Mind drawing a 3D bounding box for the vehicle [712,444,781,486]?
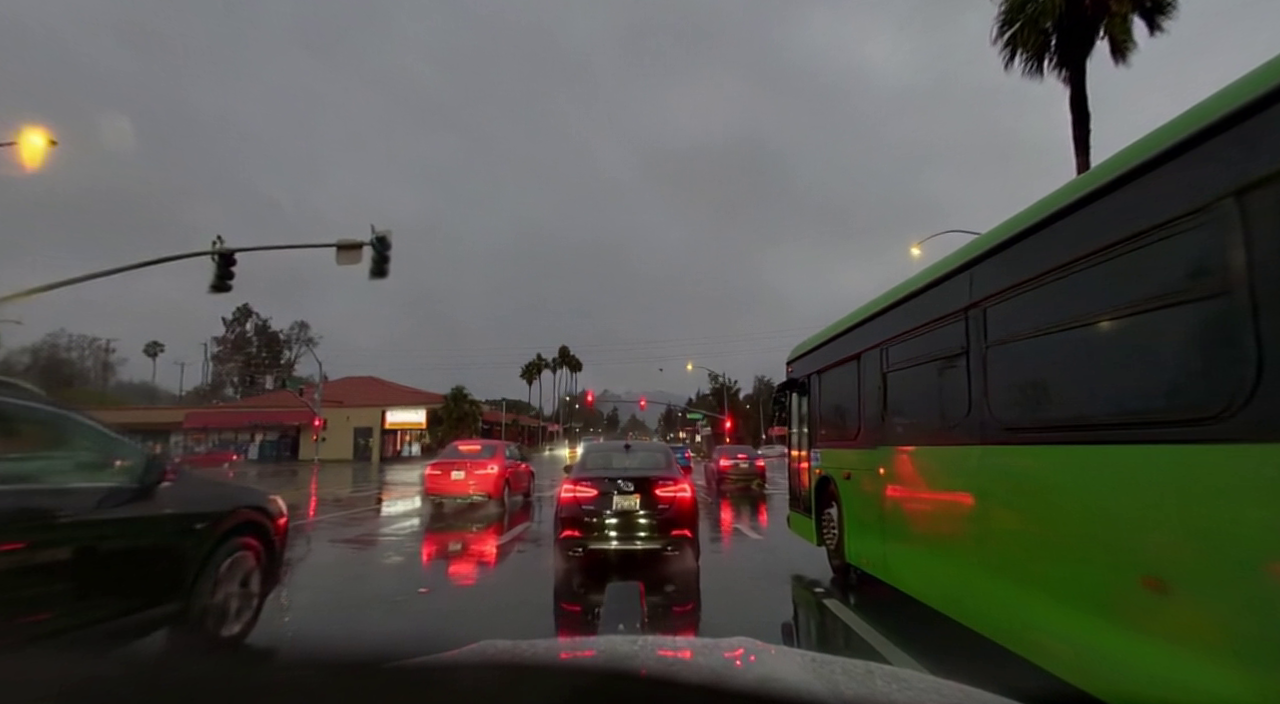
[{"bbox_3d":[4.017,4.329,24.612,1.989,1.467,4.364,0,-9,1],"label":"vehicle"}]

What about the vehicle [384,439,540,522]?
[{"bbox_3d":[-3.430,2.550,13.097,1.919,1.415,4.178,0,-9,2],"label":"vehicle"}]

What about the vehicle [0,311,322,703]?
[{"bbox_3d":[-3.531,0.734,2.188,2.145,1.824,4.974,0,-9,1],"label":"vehicle"}]

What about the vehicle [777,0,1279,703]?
[{"bbox_3d":[3.612,-0.201,2.772,3.068,4.026,13.534,0,-9,0],"label":"vehicle"}]

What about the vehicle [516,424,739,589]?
[{"bbox_3d":[-0.138,1.716,7.820,2.060,1.499,3.831,0,-9,-1],"label":"vehicle"}]
